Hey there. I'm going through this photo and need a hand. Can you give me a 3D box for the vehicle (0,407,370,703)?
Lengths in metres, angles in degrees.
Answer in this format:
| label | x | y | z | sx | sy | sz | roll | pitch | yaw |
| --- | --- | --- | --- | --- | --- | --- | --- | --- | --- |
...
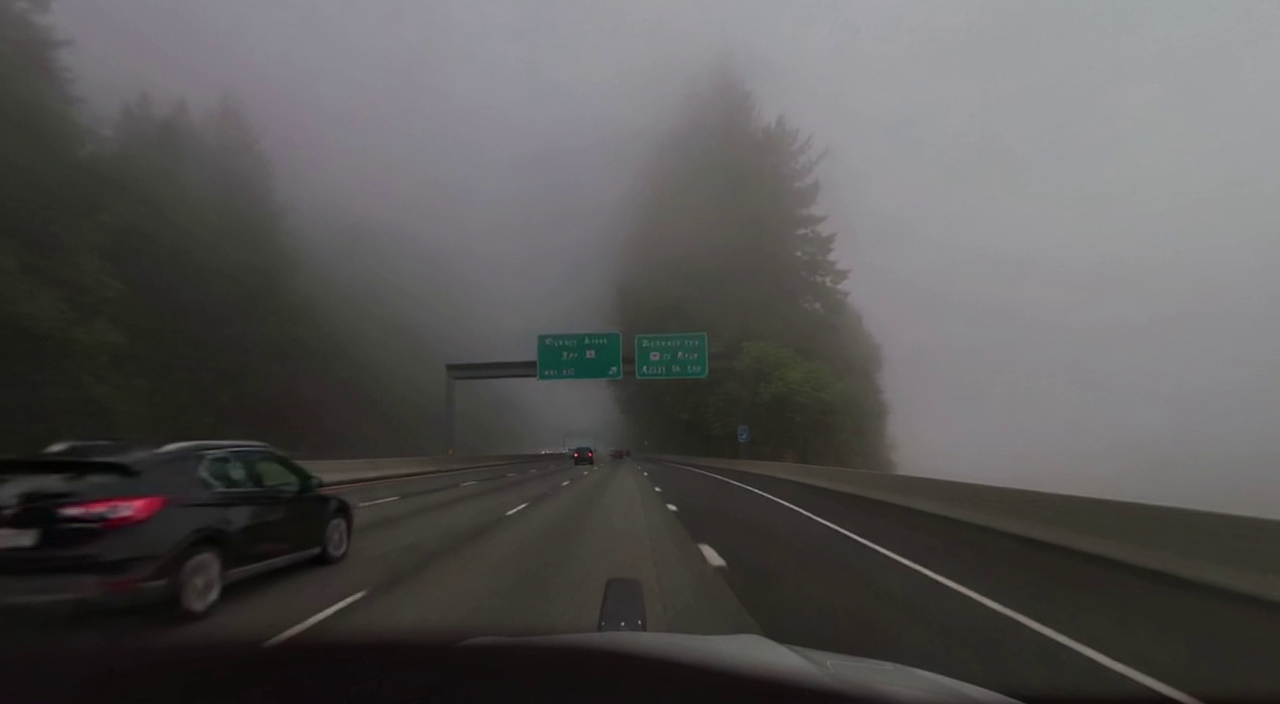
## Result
| label | x | y | z | sx | sy | sz | roll | pitch | yaw |
| --- | --- | --- | --- | --- | --- | --- | --- | --- | --- |
| vehicle | -4.263 | 1.360 | 5.068 | 2.065 | 1.551 | 4.889 | 0 | -9 | -1 |
